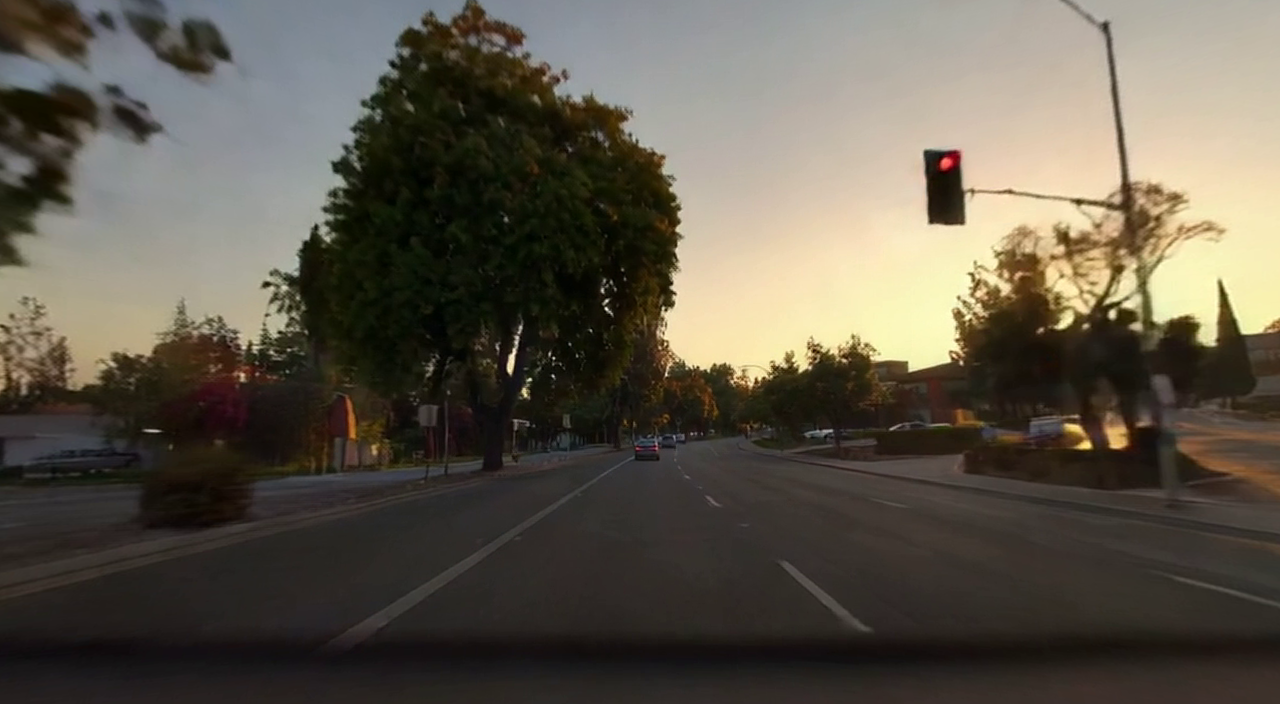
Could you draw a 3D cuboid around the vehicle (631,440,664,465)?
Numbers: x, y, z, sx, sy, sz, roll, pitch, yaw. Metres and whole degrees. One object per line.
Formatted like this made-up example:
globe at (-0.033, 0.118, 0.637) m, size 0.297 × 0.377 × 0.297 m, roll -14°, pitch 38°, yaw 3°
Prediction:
vehicle at (0.517, 6.540, 41.259) m, size 2.037 × 1.568 × 3.693 m, roll 0°, pitch -9°, yaw 2°
